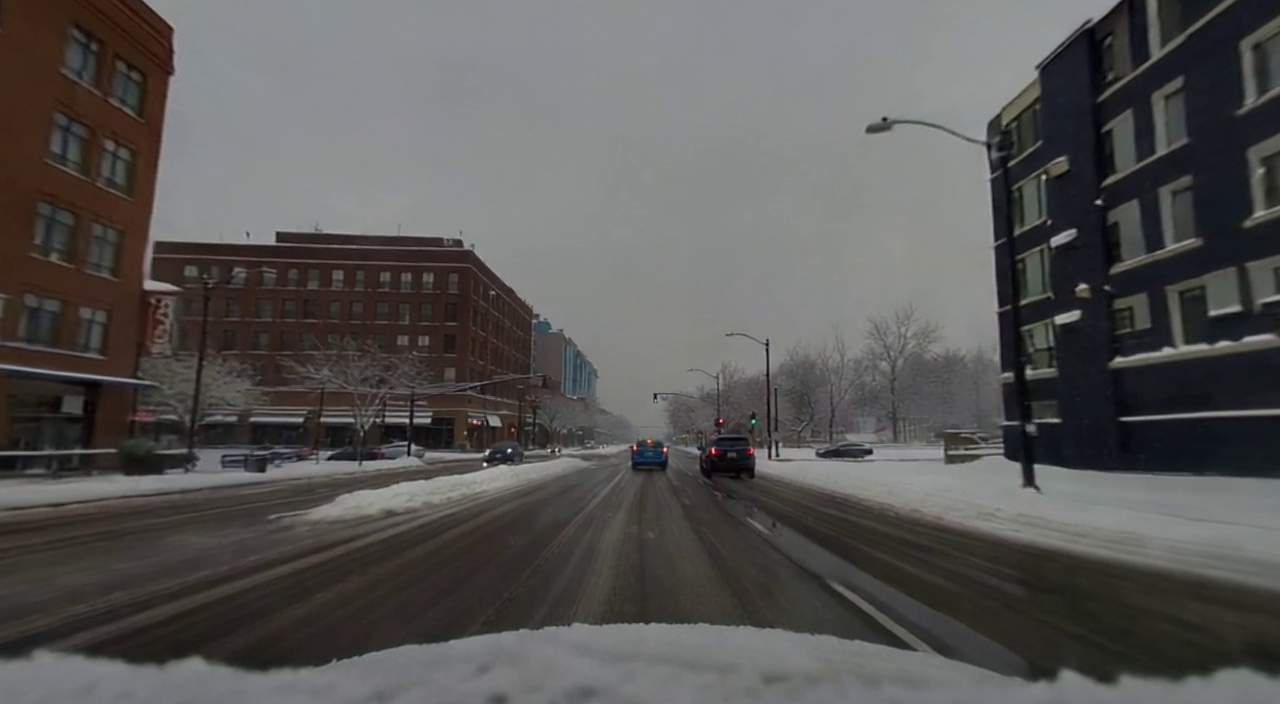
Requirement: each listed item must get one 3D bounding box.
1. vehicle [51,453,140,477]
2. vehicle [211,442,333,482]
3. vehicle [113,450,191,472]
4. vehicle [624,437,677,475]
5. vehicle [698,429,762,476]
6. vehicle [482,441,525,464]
[{"bbox_3d":[-37.693,7.785,43.698,4.180,1.573,2.145,0,-9,2],"label":"vehicle"},{"bbox_3d":[-19.954,5.959,34.376,5.223,2.060,2.247,0,-8,1],"label":"vehicle"},{"bbox_3d":[-37.791,8.452,48.878,4.234,1.573,2.229,-1,-8,0],"label":"vehicle"},{"bbox_3d":[0.448,4.740,29.011,2.245,1.587,4.094,0,-8,0],"label":"vehicle"},{"bbox_3d":[3.958,4.544,28.640,2.159,1.938,4.836,0,-8,0],"label":"vehicle"},{"bbox_3d":[-10.453,7.711,48.635,2.232,1.669,4.354,-1,-8,1],"label":"vehicle"}]
